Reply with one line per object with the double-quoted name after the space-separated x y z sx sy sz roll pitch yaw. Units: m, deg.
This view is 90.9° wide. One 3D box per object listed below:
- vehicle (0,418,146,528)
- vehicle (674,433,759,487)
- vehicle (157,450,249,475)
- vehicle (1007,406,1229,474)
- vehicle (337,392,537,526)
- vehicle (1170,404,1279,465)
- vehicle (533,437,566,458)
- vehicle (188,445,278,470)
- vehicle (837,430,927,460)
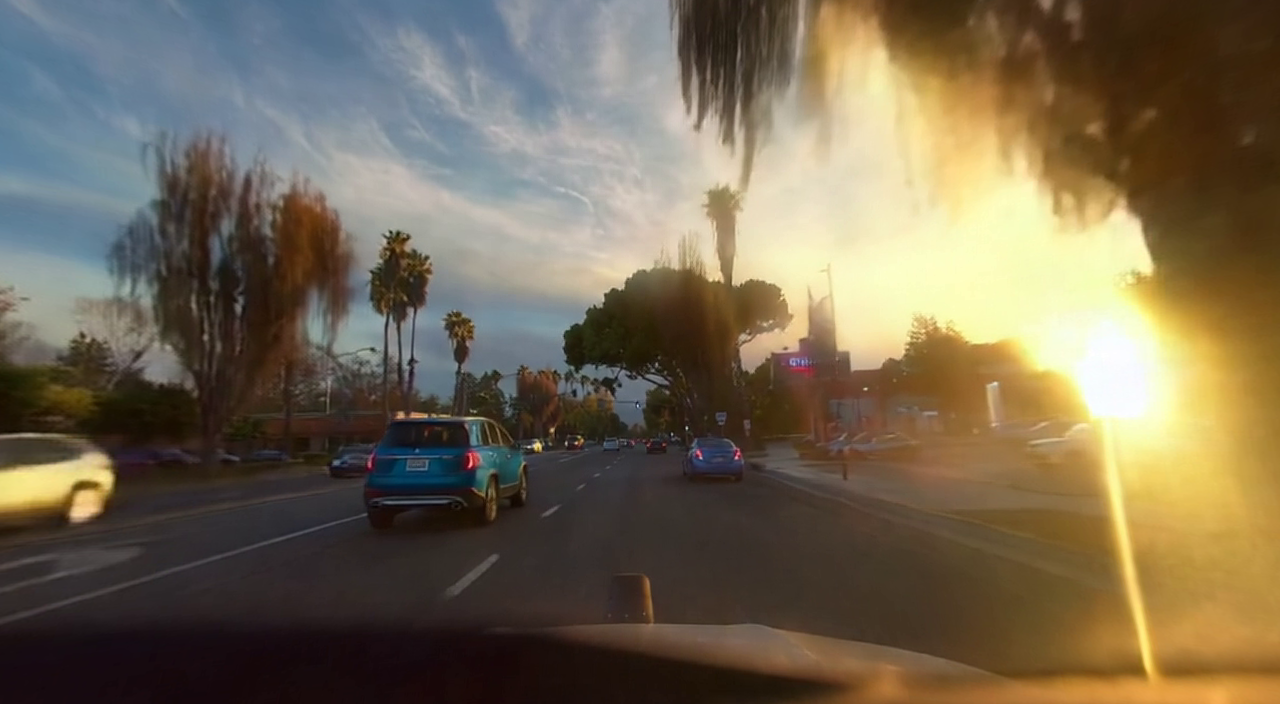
-11.579 2.015 10.552 2.110 1.790 5.333 0 -8 2 "vehicle"
2.234 3.321 19.751 1.919 1.472 4.470 0 -8 -3 "vehicle"
-26.700 6.733 38.560 2.011 1.395 4.238 -8 -11 44 "vehicle"
13.198 2.501 17.876 1.887 1.630 4.705 2 -9 -16 "vehicle"
-3.397 1.924 11.703 2.152 1.987 4.527 0 -8 0 "vehicle"
18.642 2.481 18.776 4.591 1.666 1.901 2 -9 -15 "vehicle"
-6.573 6.991 46.099 1.751 1.445 4.340 0 -8 1 "vehicle"
-27.171 7.015 42.150 4.697 1.521 2.017 8 -11 -43 "vehicle"
12.045 4.643 31.568 1.874 1.386 3.745 6 -10 -36 "vehicle"
